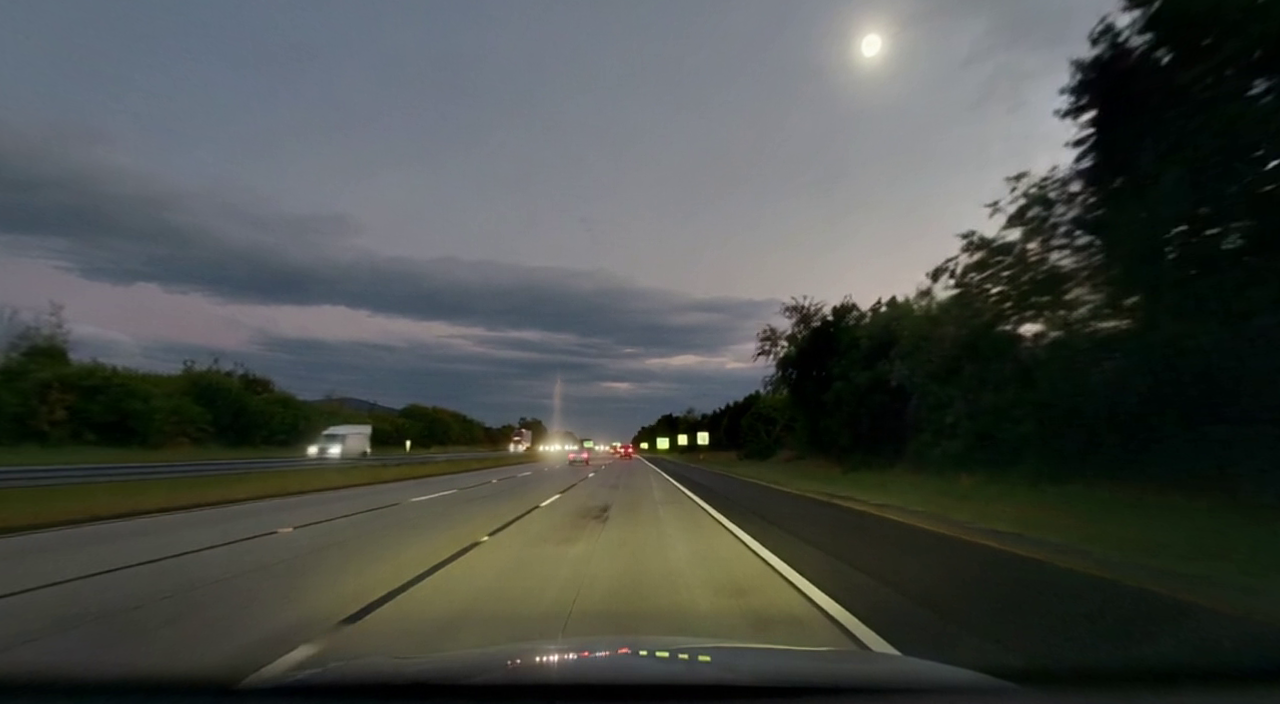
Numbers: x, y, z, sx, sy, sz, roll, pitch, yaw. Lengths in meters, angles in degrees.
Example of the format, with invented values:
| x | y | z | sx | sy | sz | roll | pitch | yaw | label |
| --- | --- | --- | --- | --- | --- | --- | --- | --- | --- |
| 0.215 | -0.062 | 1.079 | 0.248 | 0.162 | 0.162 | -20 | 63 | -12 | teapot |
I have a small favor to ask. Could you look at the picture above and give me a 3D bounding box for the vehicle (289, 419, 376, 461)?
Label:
| x | y | z | sx | sy | sz | roll | pitch | yaw | label |
| --- | --- | --- | --- | --- | --- | --- | --- | --- | --- |
| -20.401 | 5.954 | 42.356 | 2.611 | 2.525 | 6.488 | 0 | -9 | -1 | vehicle |
